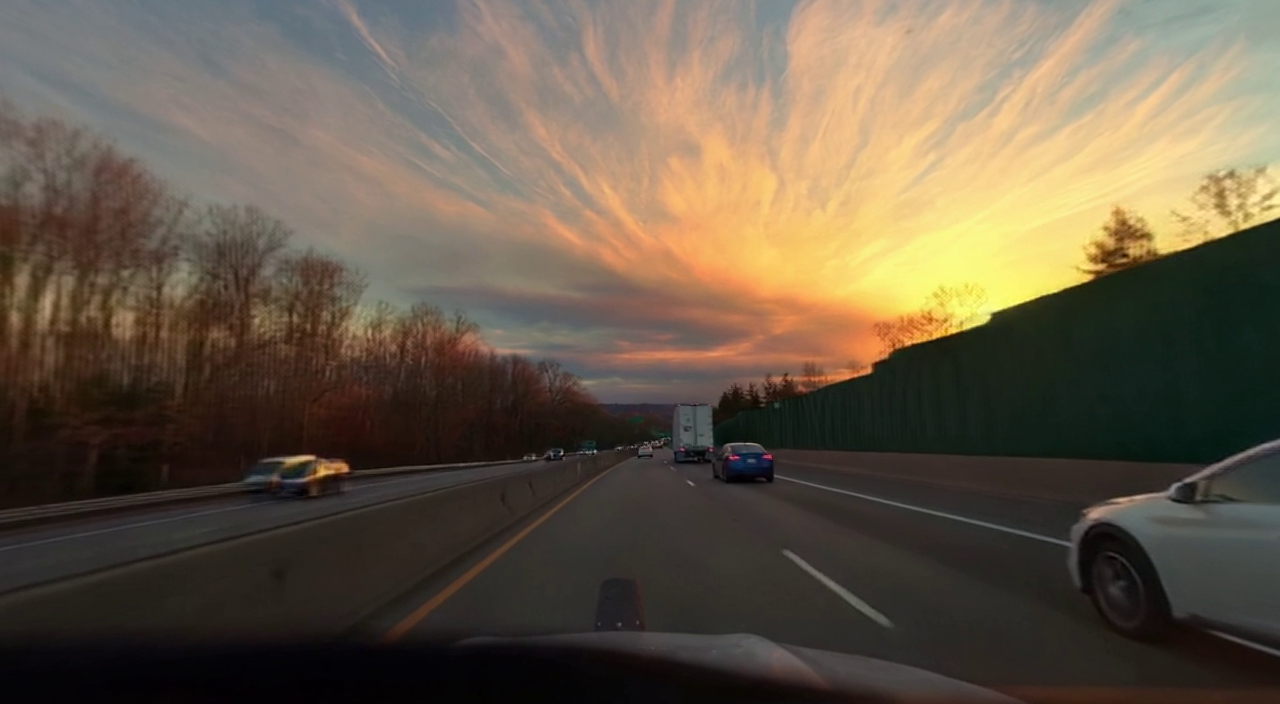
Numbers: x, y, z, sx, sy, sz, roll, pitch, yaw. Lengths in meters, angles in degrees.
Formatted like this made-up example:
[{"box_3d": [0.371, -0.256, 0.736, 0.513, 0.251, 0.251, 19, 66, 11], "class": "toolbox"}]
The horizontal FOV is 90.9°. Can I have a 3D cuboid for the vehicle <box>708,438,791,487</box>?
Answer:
[{"box_3d": [3.649, 3.762, 21.851, 2.000, 1.473, 4.440, 0, -8, -2], "class": "vehicle"}]

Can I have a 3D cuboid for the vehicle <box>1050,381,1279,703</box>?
[{"box_3d": [3.984, 0.849, 2.477, 1.940, 1.539, 4.005, 0, -8, -2], "class": "vehicle"}]
